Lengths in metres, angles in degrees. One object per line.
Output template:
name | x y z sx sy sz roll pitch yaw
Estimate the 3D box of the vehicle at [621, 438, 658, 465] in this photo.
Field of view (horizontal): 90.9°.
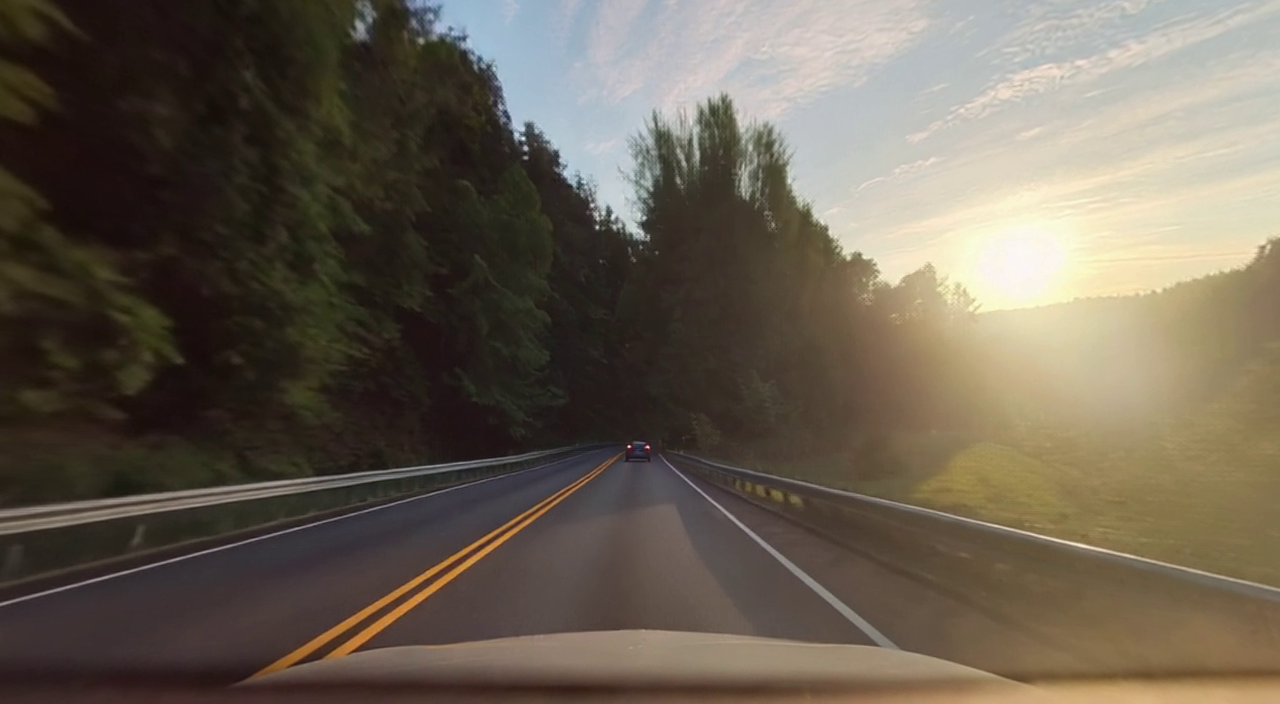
vehicle | -0.002 6.021 38.243 2.120 1.491 4.349 0 -8 0
